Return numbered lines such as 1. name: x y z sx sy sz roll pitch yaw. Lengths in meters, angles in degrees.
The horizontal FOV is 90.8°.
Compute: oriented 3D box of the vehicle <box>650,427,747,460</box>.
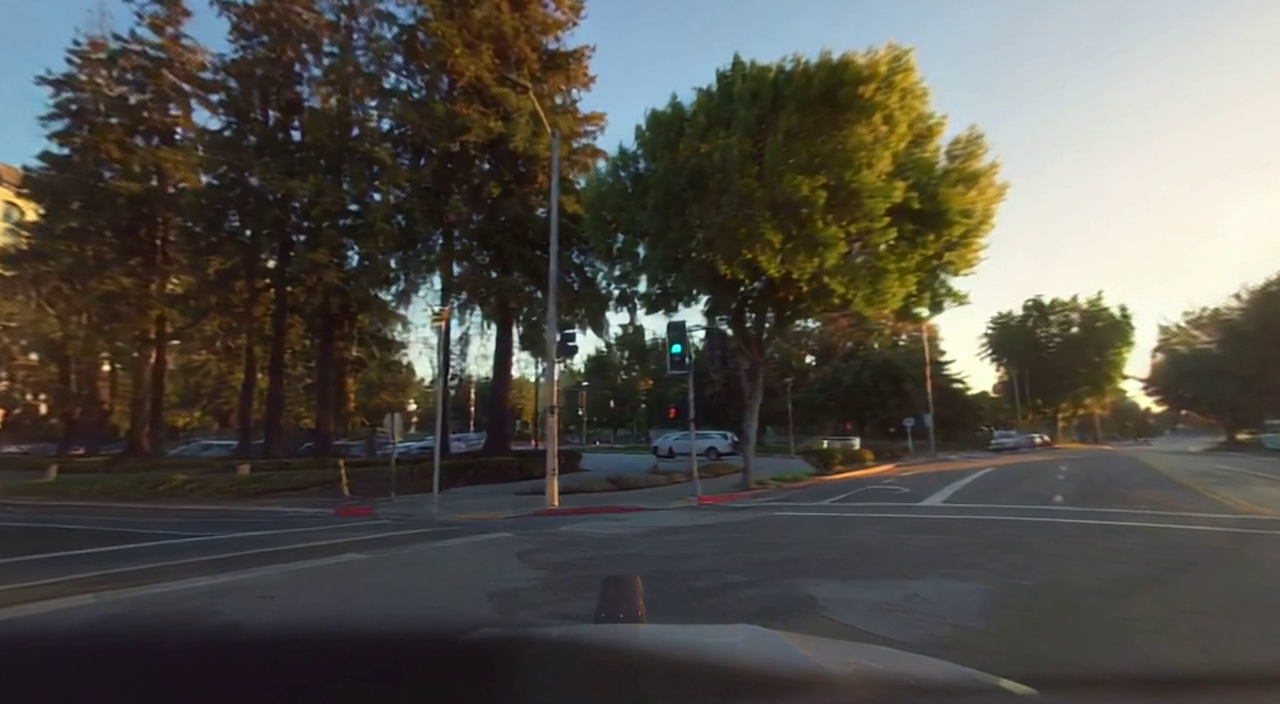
1. vehicle: 3.063 4.861 33.412 4.765 1.593 1.891 -5 -10 30
